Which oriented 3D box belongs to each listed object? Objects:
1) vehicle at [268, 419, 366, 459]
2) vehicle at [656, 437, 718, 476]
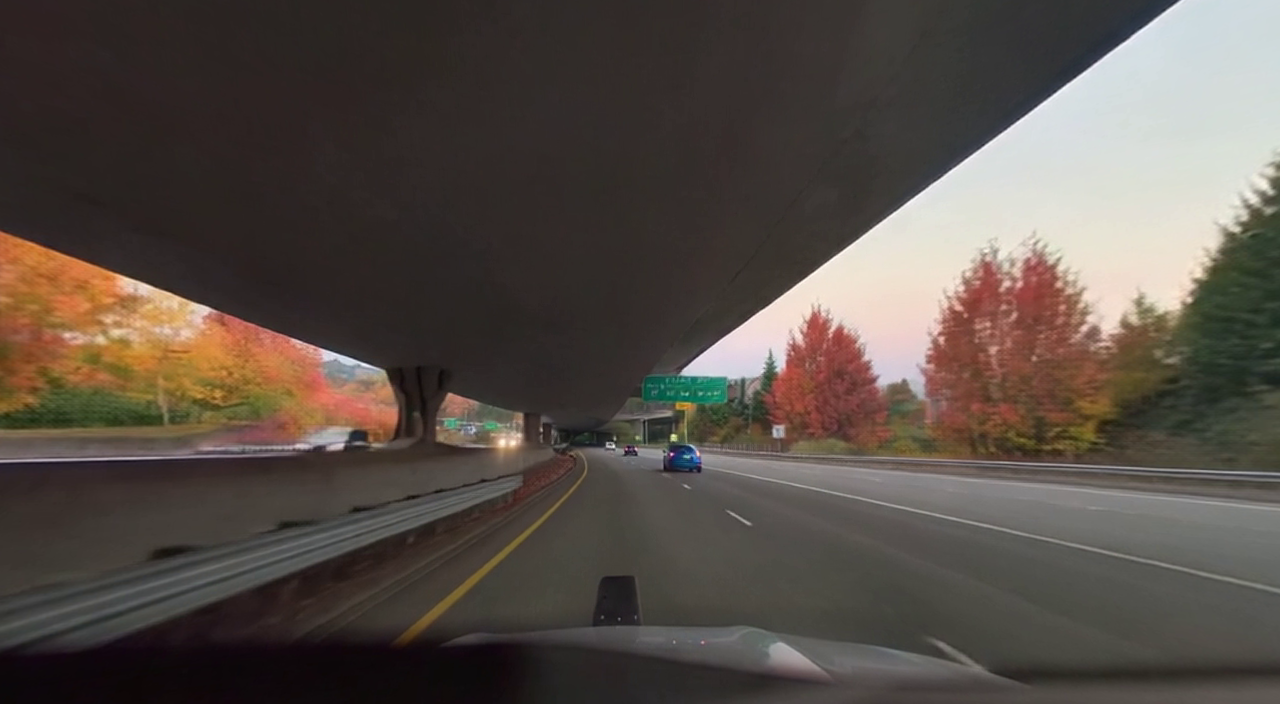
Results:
[{"bbox_3d":[-13.626,3.759,26.777,1.868,1.510,4.491,0,-9,-2],"label":"vehicle"},{"bbox_3d":[2.063,4.814,28.933,2.337,1.633,4.222,0,-9,-2],"label":"vehicle"}]
